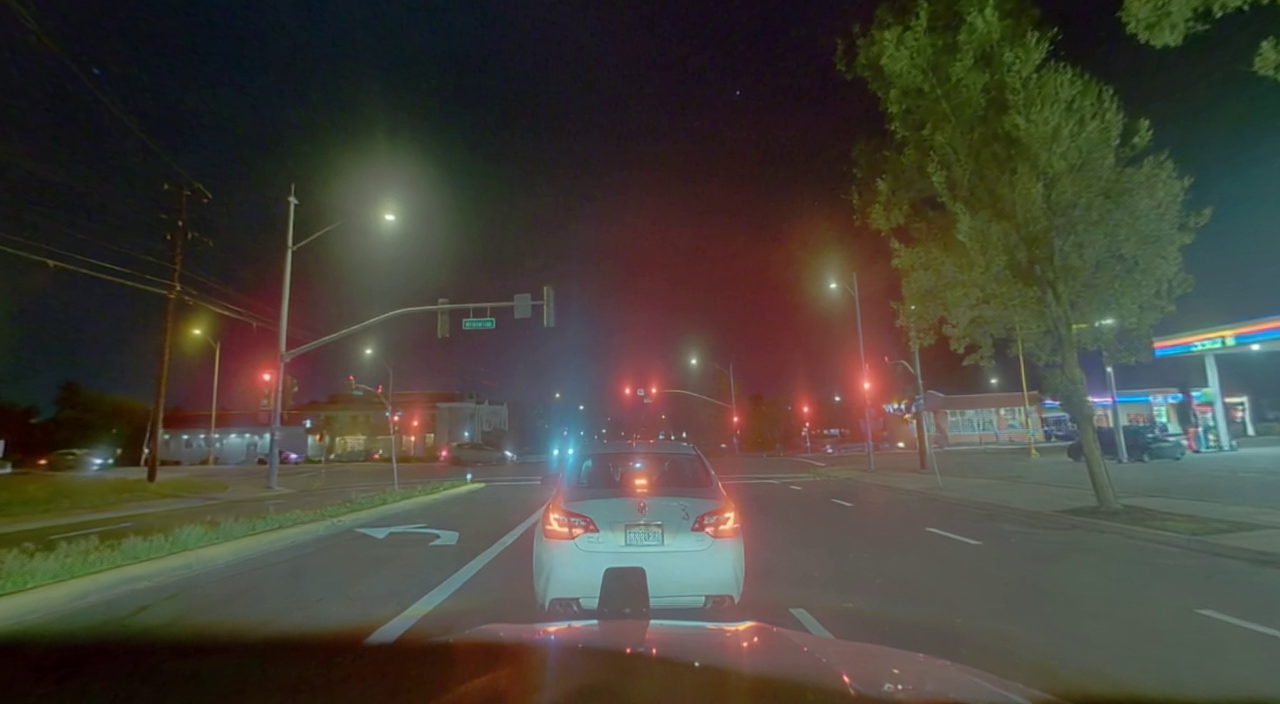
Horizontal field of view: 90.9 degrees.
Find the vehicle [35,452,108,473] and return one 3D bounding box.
[{"bbox_3d":[-43.643,8.487,48.435,3.975,1.563,1.755,-1,-8,4],"label":"vehicle"}]

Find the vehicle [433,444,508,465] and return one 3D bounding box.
[{"bbox_3d":[-12.255,7.434,45.694,4.813,1.455,1.889,-1,-8,5],"label":"vehicle"}]

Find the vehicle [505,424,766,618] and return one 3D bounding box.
[{"bbox_3d":[-0.047,1.604,6.955,2.010,1.482,4.057,0,-8,0],"label":"vehicle"}]

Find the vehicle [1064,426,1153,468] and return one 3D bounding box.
[{"bbox_3d":[18.553,3.734,24.898,4.091,1.495,2.053,8,-12,-44],"label":"vehicle"}]
